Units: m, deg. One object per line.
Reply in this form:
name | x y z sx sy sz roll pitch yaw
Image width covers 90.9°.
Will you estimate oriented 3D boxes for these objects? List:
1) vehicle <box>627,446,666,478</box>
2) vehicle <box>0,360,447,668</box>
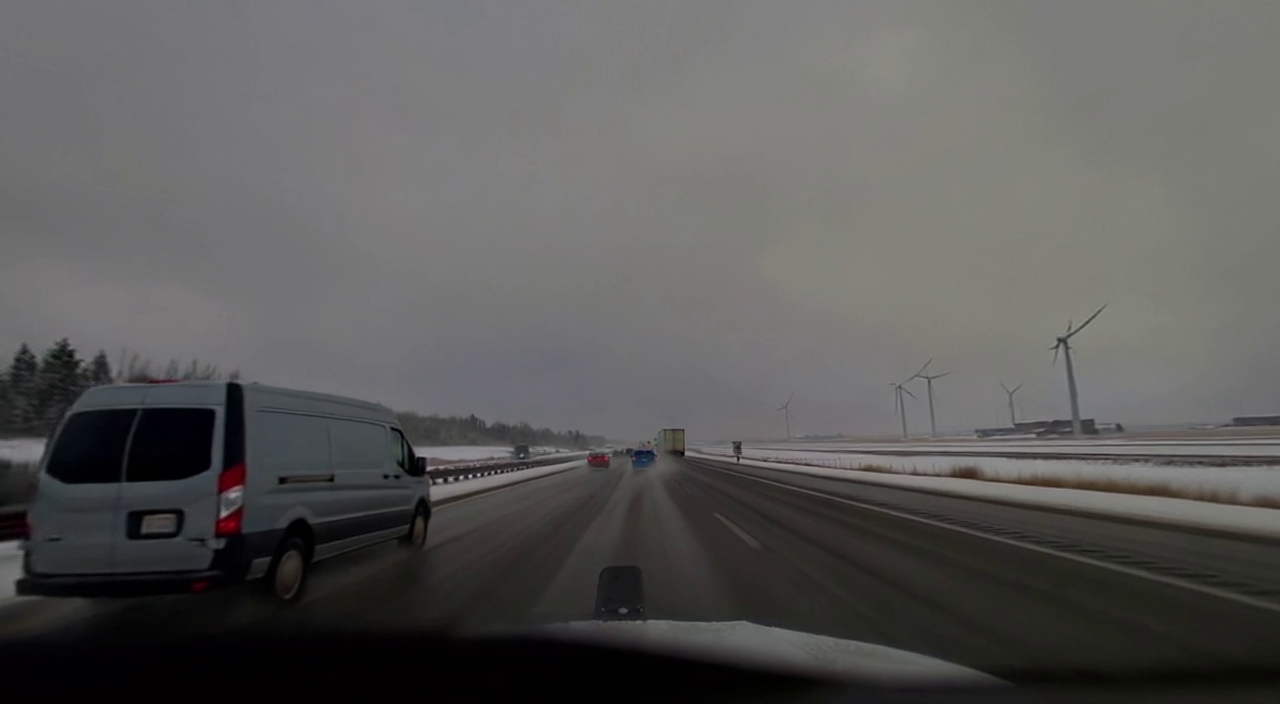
vehicle | 0.360 6.200 35.840 2.083 1.689 4.083 -1 -9 0
vehicle | -3.862 1.407 6.497 2.238 1.984 4.650 0 -9 0
